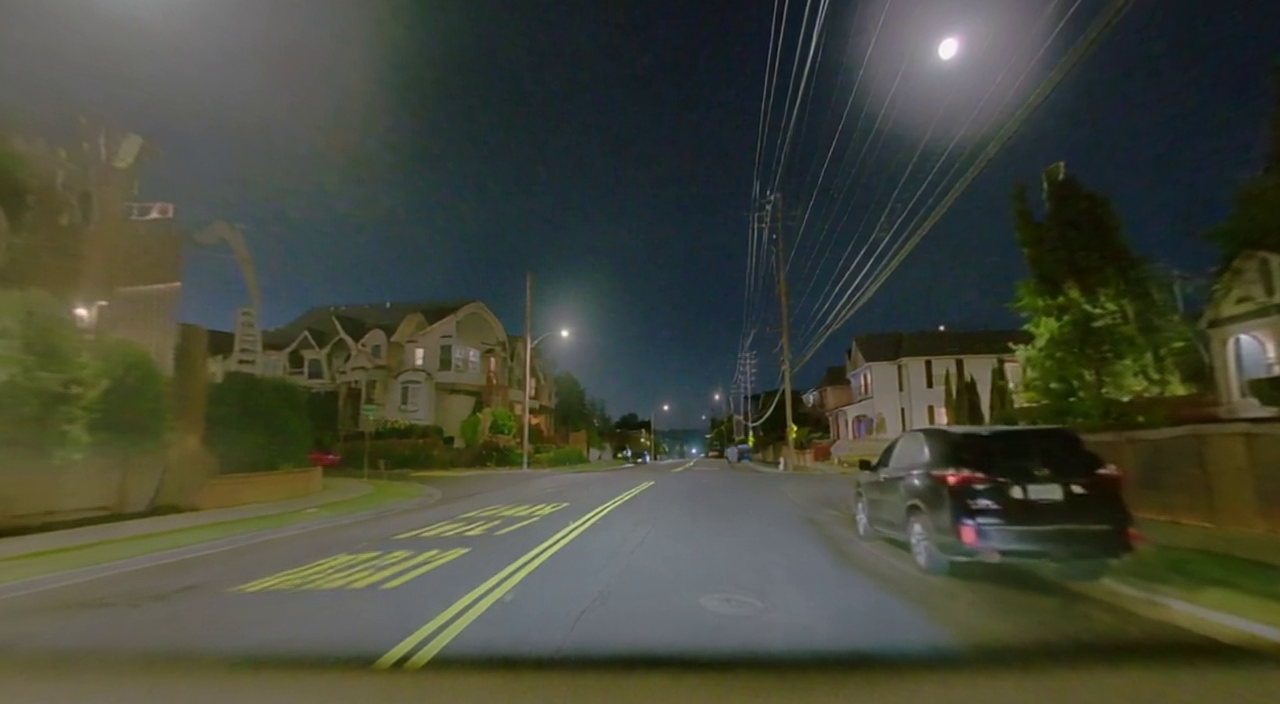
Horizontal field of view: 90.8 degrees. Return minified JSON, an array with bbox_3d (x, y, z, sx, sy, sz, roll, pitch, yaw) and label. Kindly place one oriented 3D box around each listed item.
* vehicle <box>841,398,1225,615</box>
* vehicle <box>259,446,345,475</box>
[{"bbox_3d":[4.106,1.681,7.784,2.070,1.847,4.457,-1,-9,4],"label":"vehicle"},{"bbox_3d":[-19.737,6.340,37.004,3.918,1.577,1.972,-1,-9,3],"label":"vehicle"}]
